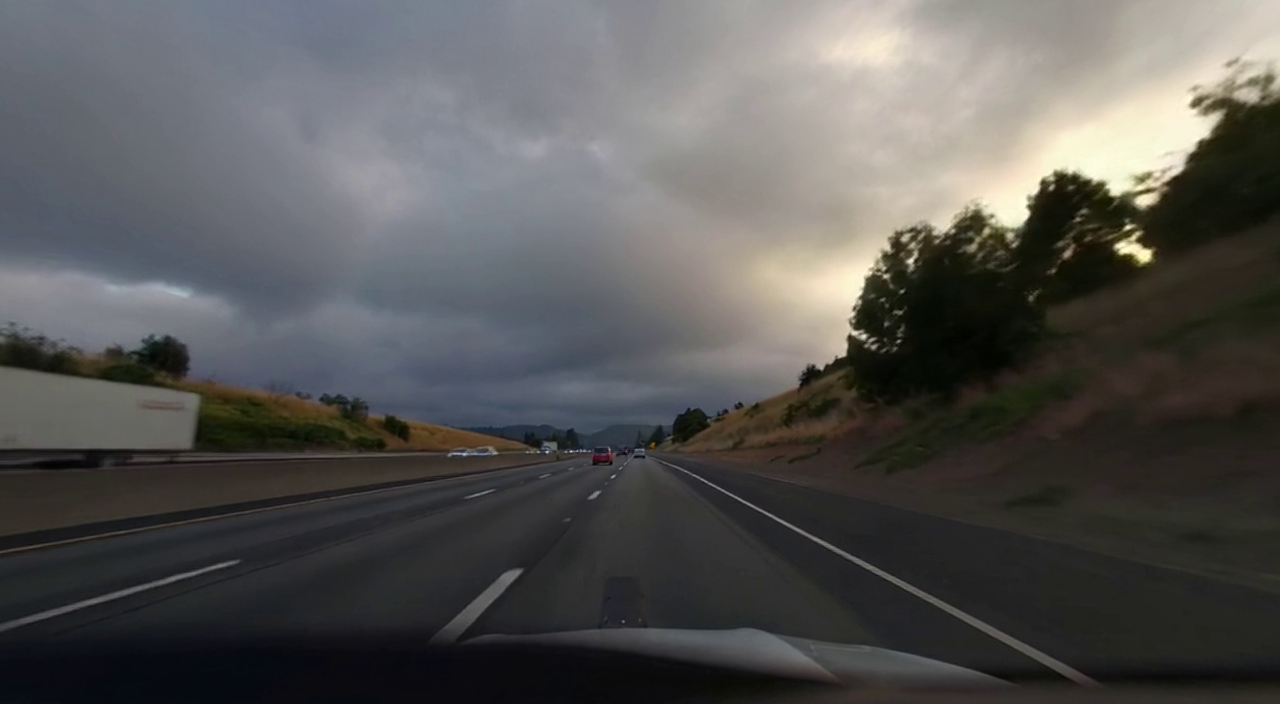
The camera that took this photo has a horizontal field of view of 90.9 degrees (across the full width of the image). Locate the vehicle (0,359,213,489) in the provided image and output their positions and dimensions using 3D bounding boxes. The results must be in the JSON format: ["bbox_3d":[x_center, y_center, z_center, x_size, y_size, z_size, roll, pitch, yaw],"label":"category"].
[{"bbox_3d":[-22.014,2.742,22.925,3.113,4.097,13.916,0,-9,0],"label":"vehicle"}]
